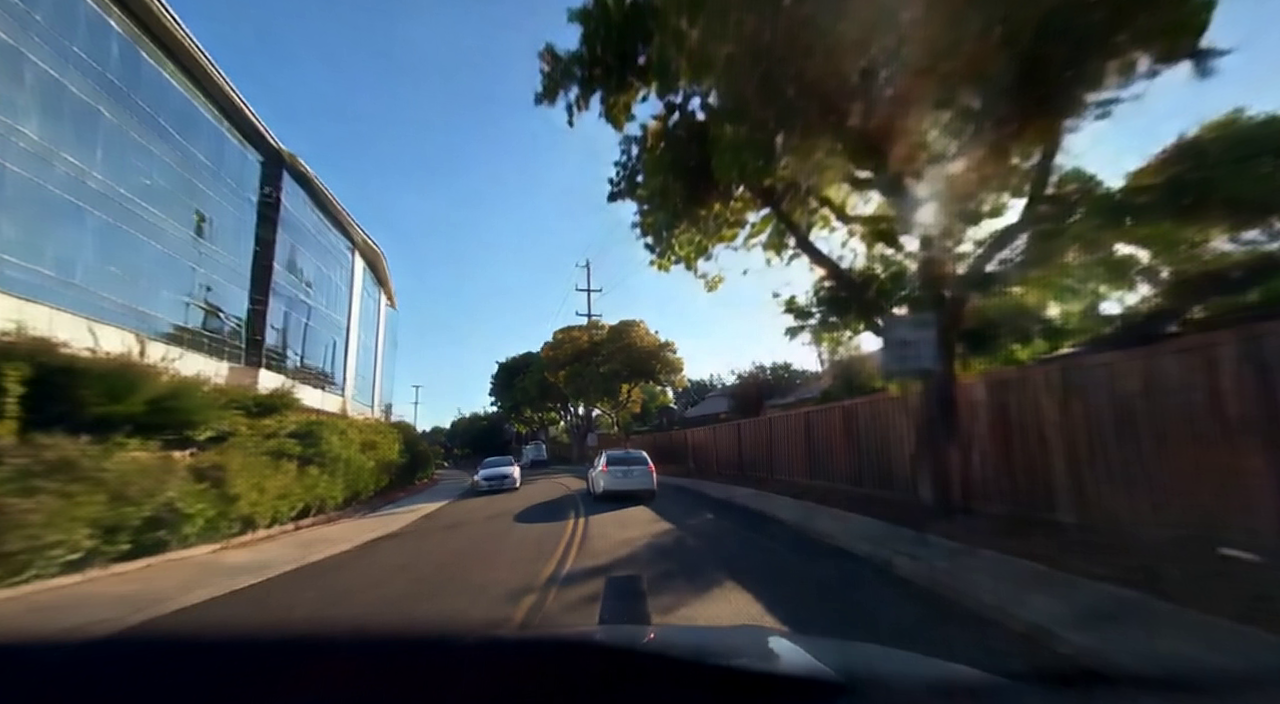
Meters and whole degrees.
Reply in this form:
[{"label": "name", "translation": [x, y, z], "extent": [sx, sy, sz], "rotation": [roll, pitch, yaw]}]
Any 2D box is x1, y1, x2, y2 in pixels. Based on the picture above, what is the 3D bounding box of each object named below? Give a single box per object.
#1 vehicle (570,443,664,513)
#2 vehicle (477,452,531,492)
[{"label": "vehicle", "translation": [-0.673, 3.034, 15.760], "extent": [2.060, 1.487, 3.920], "rotation": [1, -8, -5]}, {"label": "vehicle", "translation": [-5.530, 4.860, 25.960], "extent": [1.957, 1.442, 4.180], "rotation": [1, -8, -10]}]
